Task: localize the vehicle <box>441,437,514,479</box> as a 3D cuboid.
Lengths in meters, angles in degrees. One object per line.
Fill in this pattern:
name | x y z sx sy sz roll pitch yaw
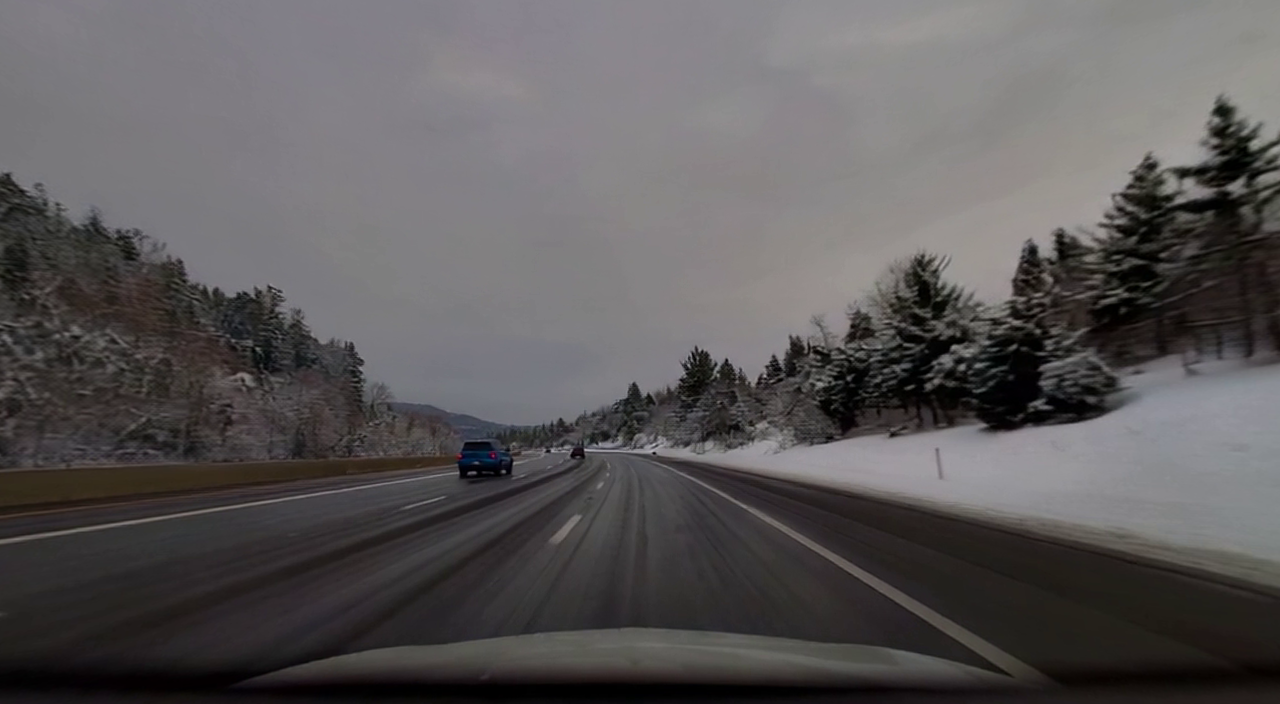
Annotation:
vehicle | -7.112 4.679 28.109 2.046 1.712 4.533 0 -8 0
